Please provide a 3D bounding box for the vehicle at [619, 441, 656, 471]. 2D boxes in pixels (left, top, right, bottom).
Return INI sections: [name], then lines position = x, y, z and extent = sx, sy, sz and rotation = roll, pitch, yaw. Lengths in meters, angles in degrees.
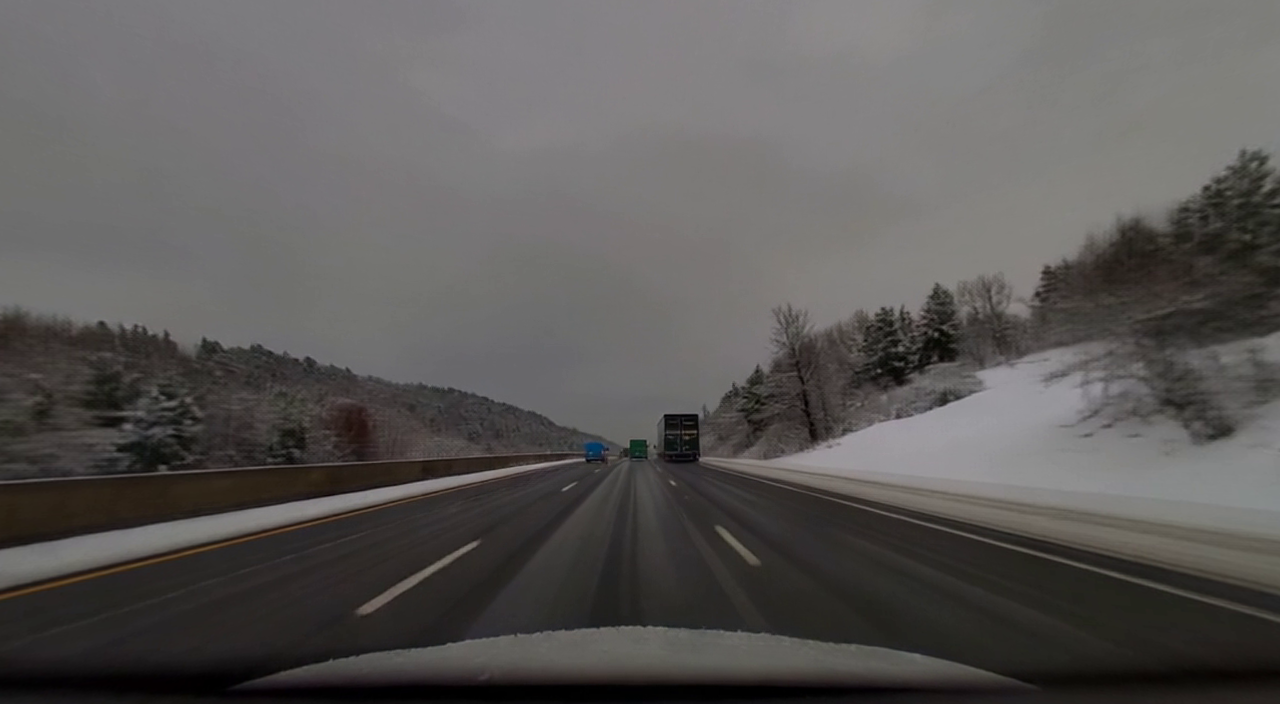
[vehicle]
position = -0.167, 6.437, 39.196
extent = 2.166, 1.747, 4.299
rotation = 0, -9, 0
